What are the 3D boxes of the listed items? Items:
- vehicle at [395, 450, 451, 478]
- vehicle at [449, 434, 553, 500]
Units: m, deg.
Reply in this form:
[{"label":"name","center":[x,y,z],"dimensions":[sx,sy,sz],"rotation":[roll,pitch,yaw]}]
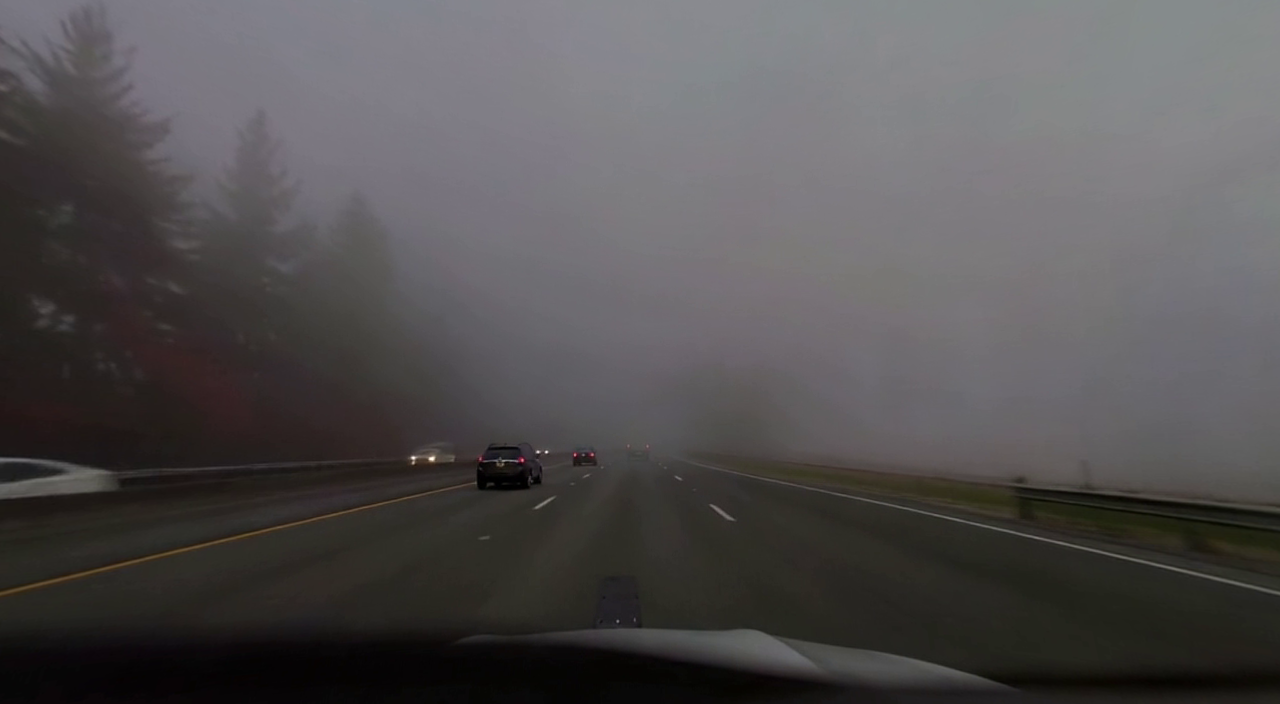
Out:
[{"label":"vehicle","center":[-12.527,6.459,36.404],"dimensions":[1.848,1.498,3.906],"rotation":[0,-9,0]},{"label":"vehicle","center":[-3.963,3.366,18.741],"dimensions":[2.151,1.693,4.201],"rotation":[0,-9,0]}]
